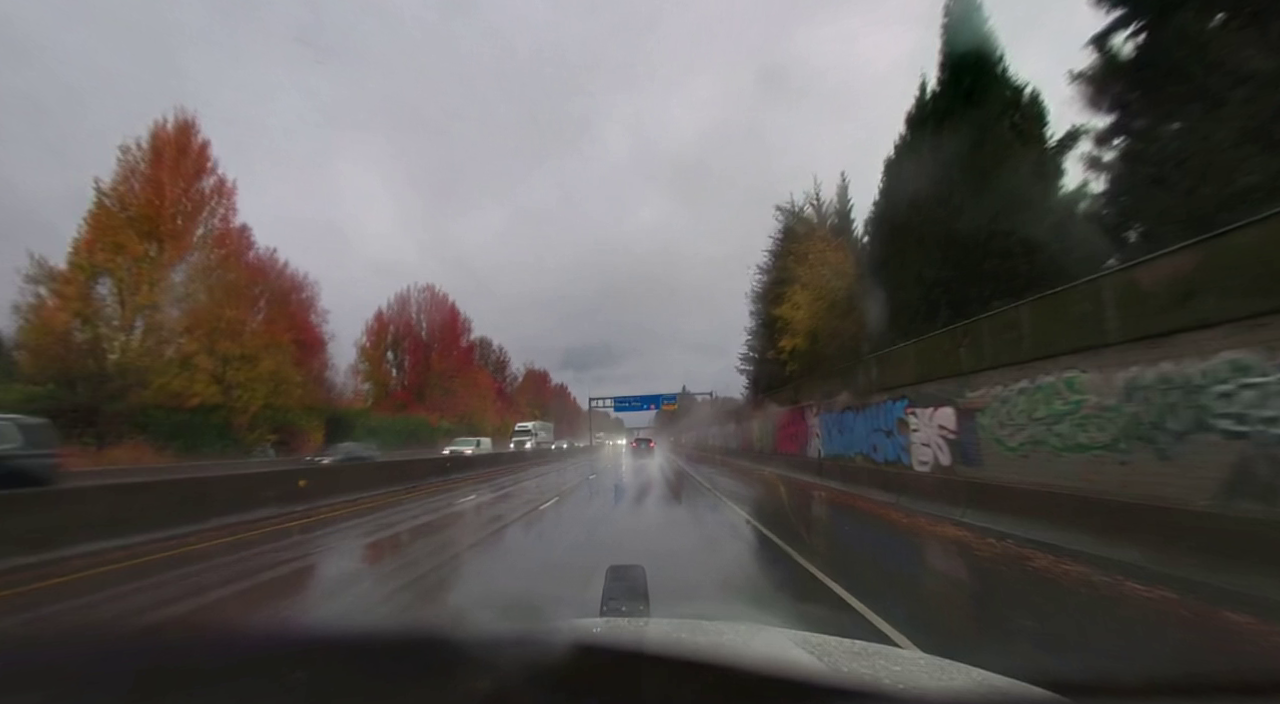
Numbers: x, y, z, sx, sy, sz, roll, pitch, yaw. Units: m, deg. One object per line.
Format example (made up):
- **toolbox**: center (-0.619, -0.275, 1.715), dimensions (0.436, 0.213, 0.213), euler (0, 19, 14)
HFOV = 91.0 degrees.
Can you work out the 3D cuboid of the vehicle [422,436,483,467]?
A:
- **vehicle**: center (-10.281, 5.455, 34.850), dimensions (1.948, 1.596, 4.510), euler (0, -8, 1)
